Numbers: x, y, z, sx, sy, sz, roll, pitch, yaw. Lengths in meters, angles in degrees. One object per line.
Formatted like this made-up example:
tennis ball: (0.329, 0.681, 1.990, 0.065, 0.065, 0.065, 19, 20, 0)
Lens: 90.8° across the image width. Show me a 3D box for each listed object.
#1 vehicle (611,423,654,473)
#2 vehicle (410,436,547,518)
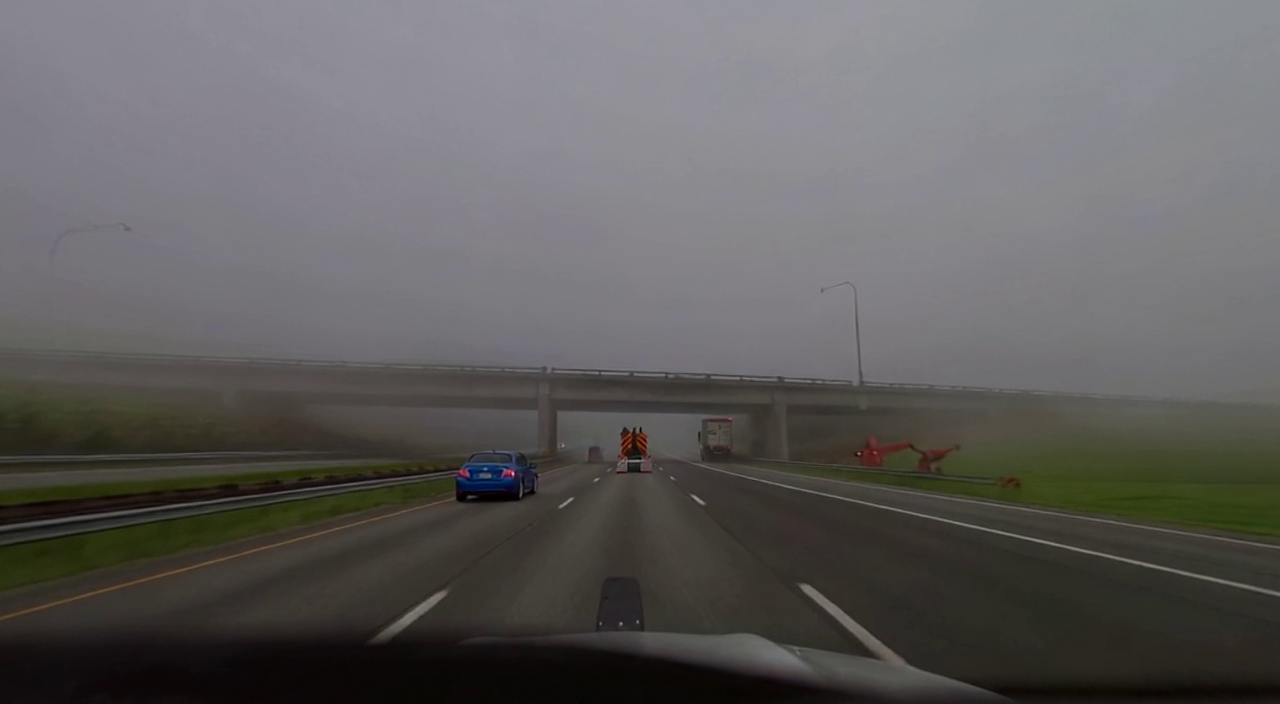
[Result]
vehicle: (-0.505, 6.432, 42.439, 2.672, 3.056, 6.900, 0, -9, -1)
vehicle: (-3.594, 2.862, 14.955, 2.088, 1.643, 4.215, 0, -9, 0)
